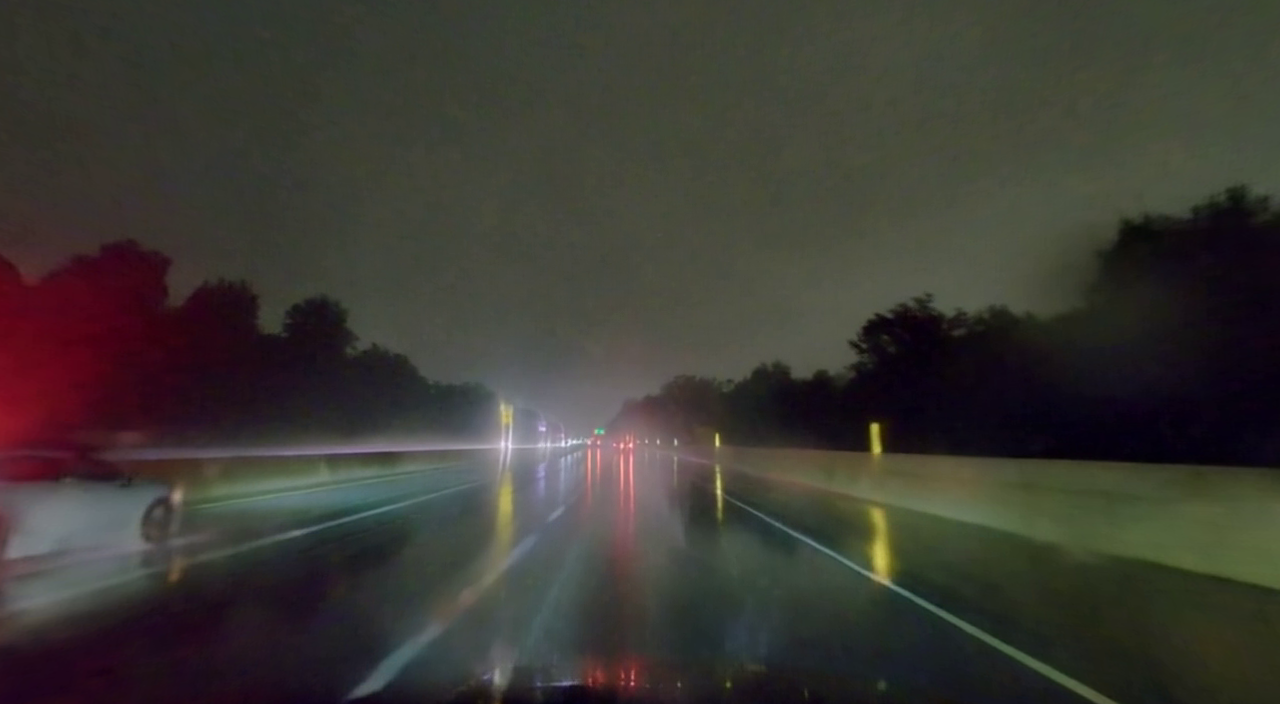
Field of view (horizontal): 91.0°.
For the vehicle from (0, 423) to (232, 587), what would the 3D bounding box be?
[{"bbox_3d":[-6.739,1.508,6.579,2.053,1.452,4.347,0,-8,0],"label":"vehicle"}]
